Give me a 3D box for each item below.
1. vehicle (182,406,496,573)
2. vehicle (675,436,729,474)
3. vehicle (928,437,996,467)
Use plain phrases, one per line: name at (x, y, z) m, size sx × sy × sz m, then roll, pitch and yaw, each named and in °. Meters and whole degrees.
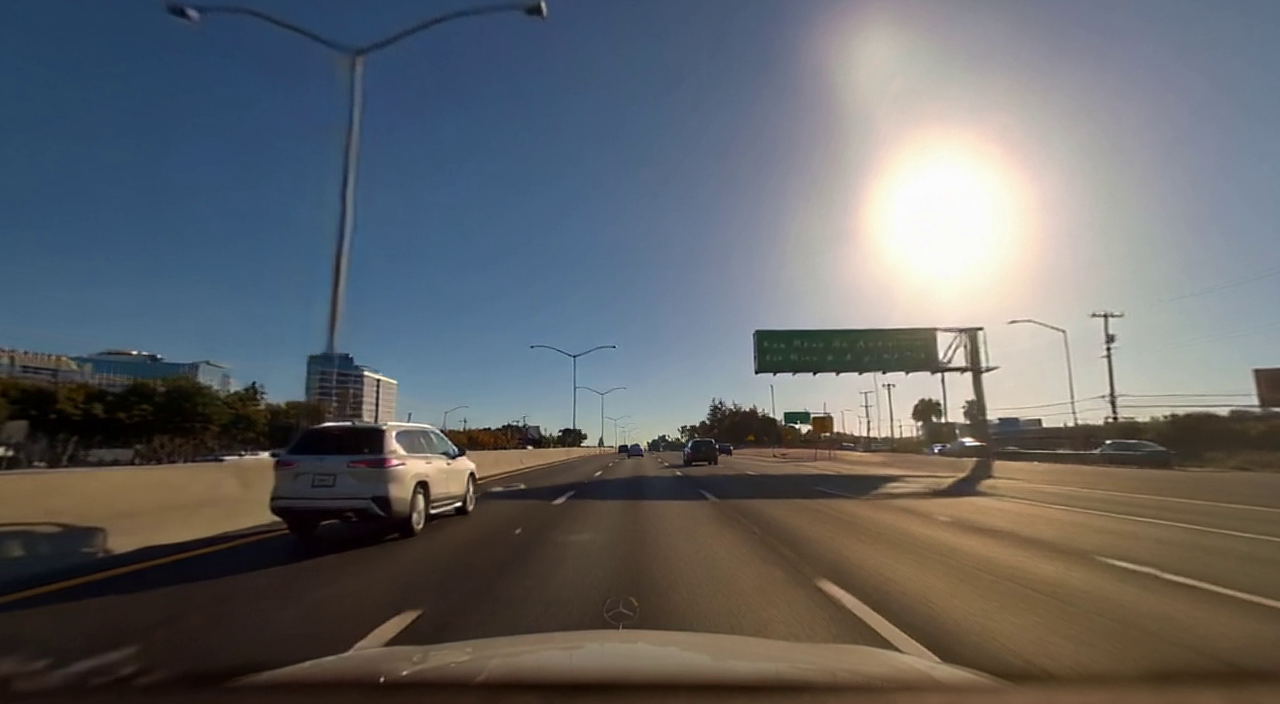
vehicle at (-3.600, 1.736, 8.795) m, size 2.099 × 1.682 × 4.590 m, roll 0°, pitch -8°, yaw 0°
vehicle at (2.813, 4.775, 29.544) m, size 1.997 × 1.638 × 4.281 m, roll 0°, pitch -8°, yaw -1°
vehicle at (20.857, 6.470, 41.135) m, size 2.070 × 1.782 × 5.006 m, roll -1°, pitch -8°, yaw 4°
